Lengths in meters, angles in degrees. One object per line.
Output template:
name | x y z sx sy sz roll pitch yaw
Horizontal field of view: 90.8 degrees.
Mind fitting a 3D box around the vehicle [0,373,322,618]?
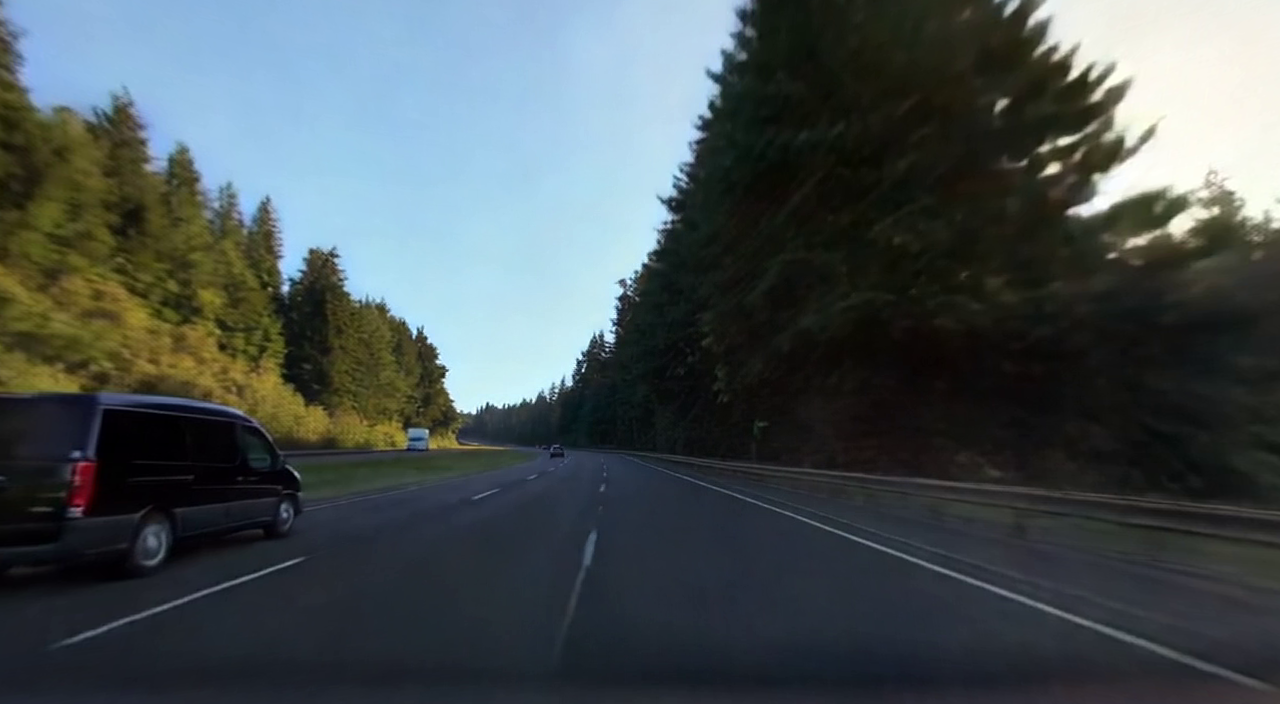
vehicle | -6.265 1.584 7.788 2.197 2.038 4.919 0 -9 -2
